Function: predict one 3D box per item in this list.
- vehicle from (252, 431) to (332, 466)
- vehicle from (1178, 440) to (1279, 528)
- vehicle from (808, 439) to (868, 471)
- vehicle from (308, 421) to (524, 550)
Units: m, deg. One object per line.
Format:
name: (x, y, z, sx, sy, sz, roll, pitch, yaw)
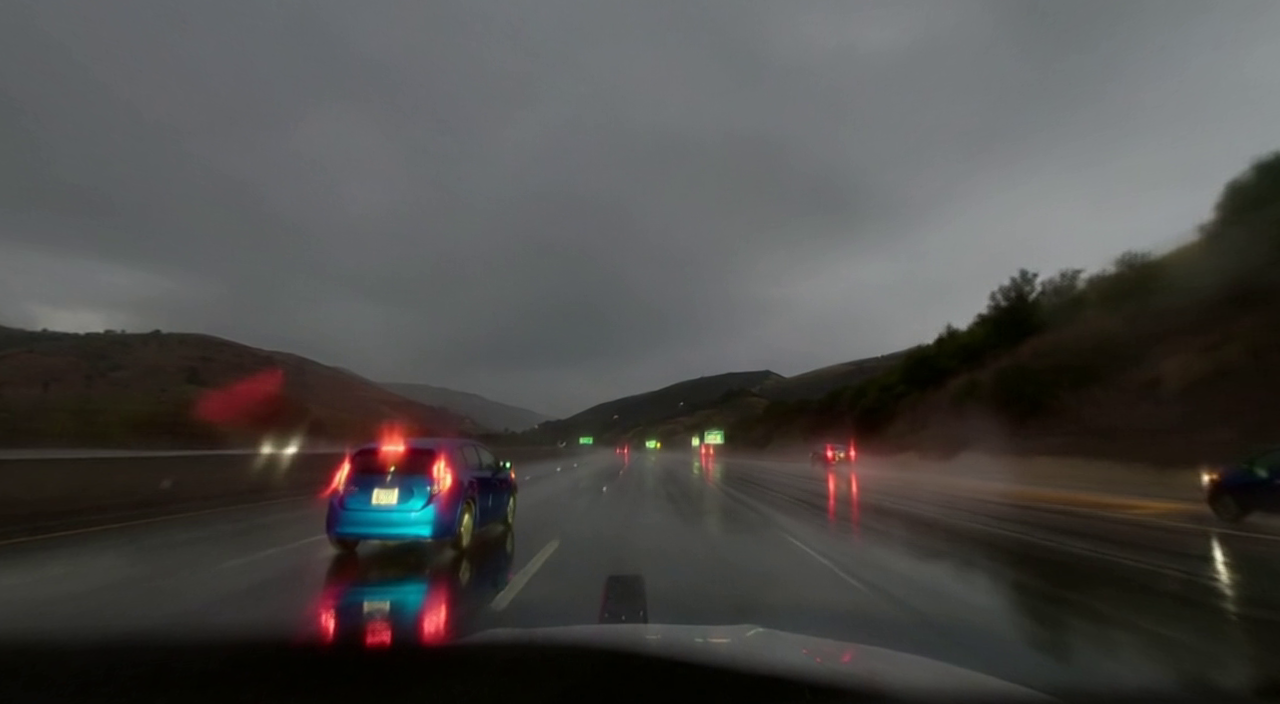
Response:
vehicle: (-24.765, 6.899, 44.993, 2.195, 2.267, 5.801, 0, -9, 1)
vehicle: (11.536, 2.106, 9.896, 1.982, 1.443, 4.635, 0, -9, 0)
vehicle: (11.726, 6.118, 37.504, 2.062, 1.736, 4.589, 0, -9, 0)
vehicle: (-3.209, 1.988, 9.977, 1.967, 1.615, 3.886, 0, -9, 0)
